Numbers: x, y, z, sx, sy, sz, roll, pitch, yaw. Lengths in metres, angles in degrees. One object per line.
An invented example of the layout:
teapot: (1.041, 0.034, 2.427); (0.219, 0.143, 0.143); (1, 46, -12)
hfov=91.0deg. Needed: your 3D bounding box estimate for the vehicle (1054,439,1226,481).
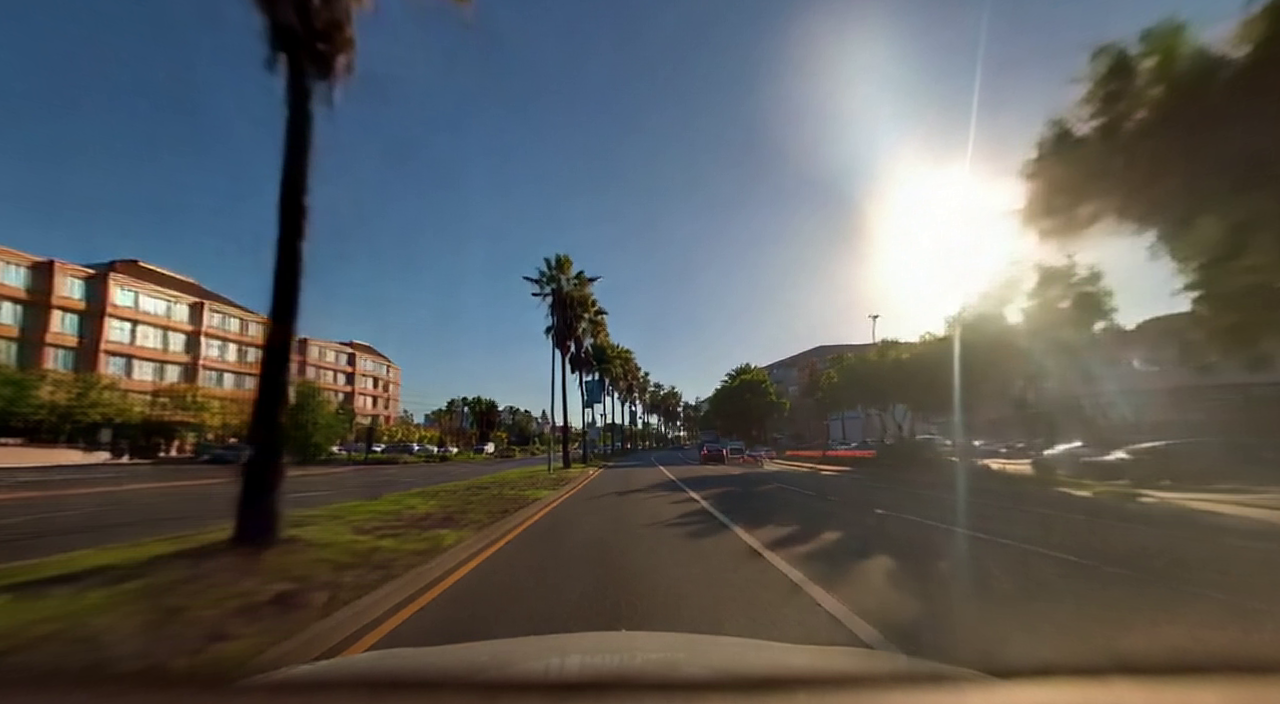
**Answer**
vehicle: (17.794, 3.860, 22.583); (4.526, 1.429, 1.815); (0, -9, 2)
